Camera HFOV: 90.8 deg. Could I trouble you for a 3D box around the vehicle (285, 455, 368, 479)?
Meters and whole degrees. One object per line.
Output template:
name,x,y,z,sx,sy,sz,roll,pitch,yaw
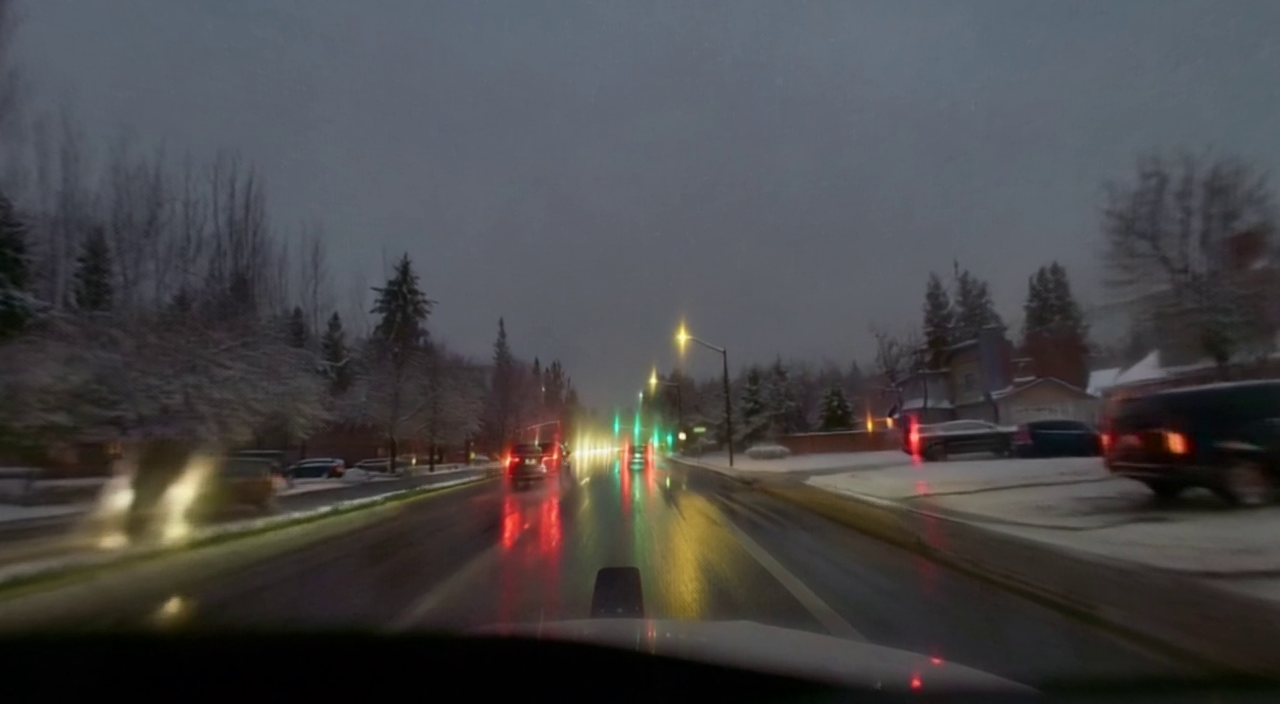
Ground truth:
vehicle,-21.985,8.081,44.428,4.792,1.551,1.931,0,-8,-1

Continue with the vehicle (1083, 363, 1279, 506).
vehicle,11.318,1.306,10.734,5.552,2.070,2.533,-2,-8,-1

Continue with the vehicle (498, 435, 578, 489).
vehicle,-3.583,3.946,23.055,2.157,1.771,4.452,0,-8,0

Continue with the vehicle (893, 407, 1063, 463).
vehicle,15.469,3.836,29.199,6.374,2.098,2.415,-3,-8,-1

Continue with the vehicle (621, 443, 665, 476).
vehicle,0.166,5.329,31.646,2.062,1.518,3.901,0,-8,0

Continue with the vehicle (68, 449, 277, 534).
vehicle,-12.091,3.558,16.867,2.070,1.752,4.629,-4,-8,0
